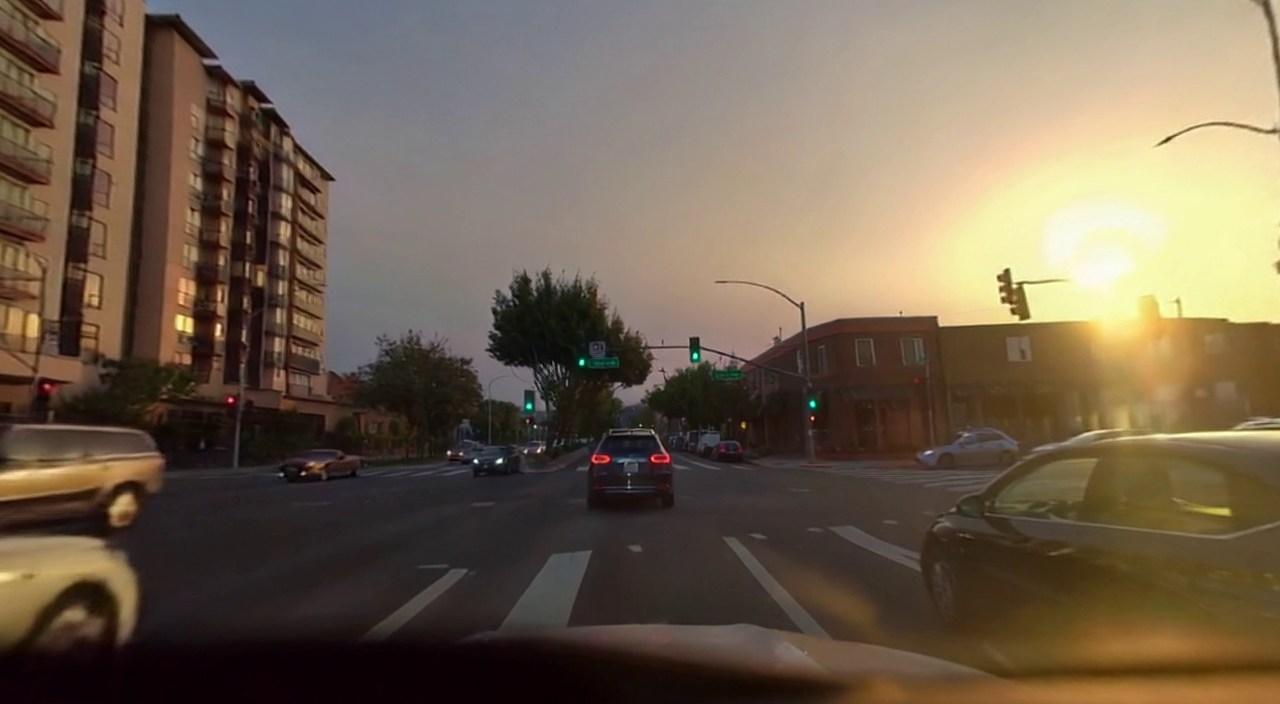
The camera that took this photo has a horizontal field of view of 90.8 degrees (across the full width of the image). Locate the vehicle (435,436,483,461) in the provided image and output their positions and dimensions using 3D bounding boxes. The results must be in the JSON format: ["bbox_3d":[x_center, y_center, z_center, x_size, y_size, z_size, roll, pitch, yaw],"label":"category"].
[{"bbox_3d":[-13.260,7.085,46.637,1.964,1.712,5.236,0,-8,0],"label":"vehicle"}]

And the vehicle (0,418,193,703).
[{"bbox_3d":[-3.741,0.849,1.411,2.055,1.488,4.733,0,-8,-1],"label":"vehicle"}]

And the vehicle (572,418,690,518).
[{"bbox_3d":[-0.143,2.559,14.566,2.206,1.858,5.332,0,-8,1],"label":"vehicle"}]

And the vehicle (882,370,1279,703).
[{"bbox_3d":[3.146,1.068,3.514,1.906,1.608,4.137,0,-8,-1],"label":"vehicle"}]

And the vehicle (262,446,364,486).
[{"bbox_3d":[-13.469,4.678,26.351,1.943,1.487,4.472,0,-8,-1],"label":"vehicle"}]
